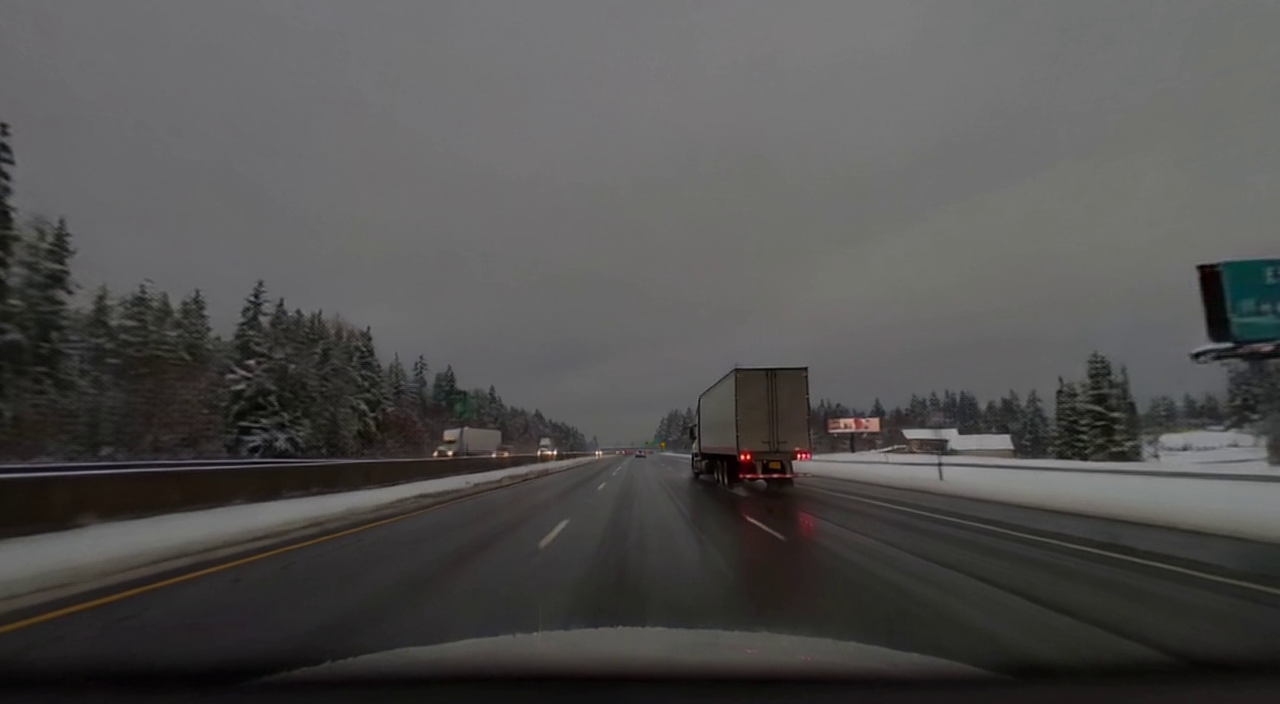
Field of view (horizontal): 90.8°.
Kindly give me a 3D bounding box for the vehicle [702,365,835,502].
[{"bbox_3d":[4.639,3.477,26.122,3.058,4.312,12.251,0,-9,1],"label":"vehicle"}]
